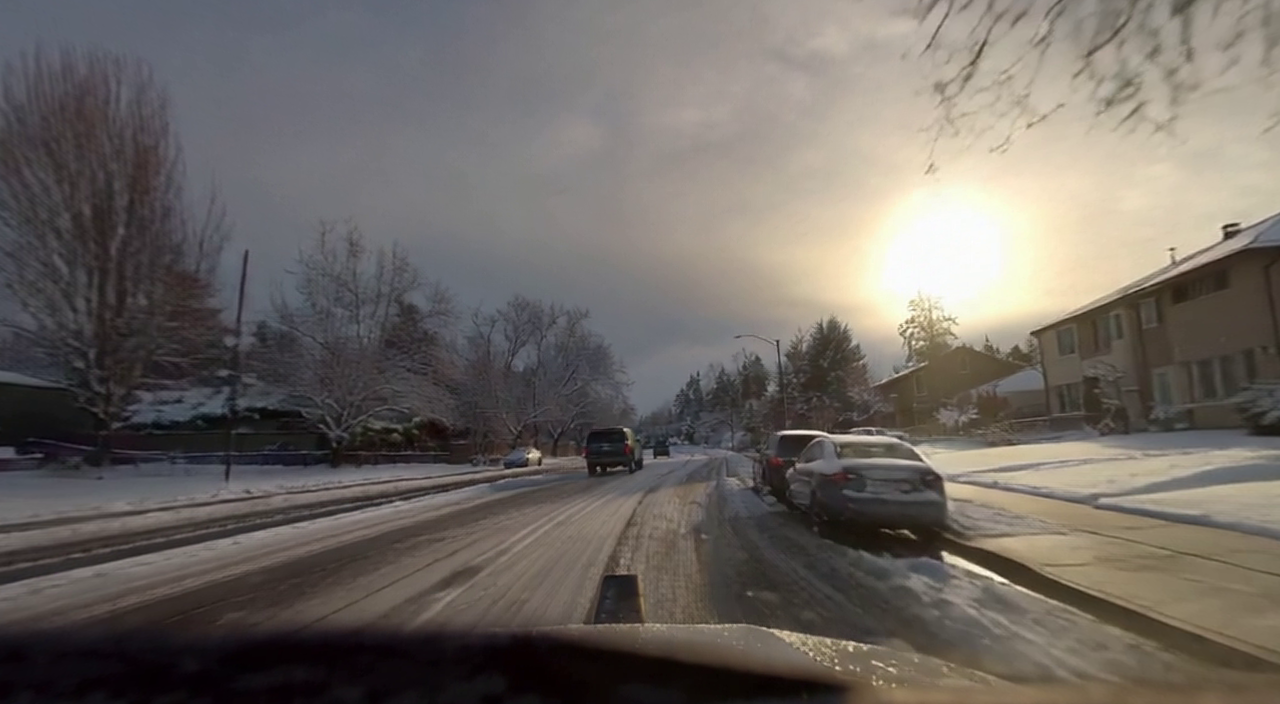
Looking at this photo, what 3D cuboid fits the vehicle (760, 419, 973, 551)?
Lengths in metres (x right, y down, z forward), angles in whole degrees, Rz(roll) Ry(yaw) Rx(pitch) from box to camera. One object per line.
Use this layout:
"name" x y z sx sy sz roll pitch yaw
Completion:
"vehicle" 3.292 2.027 10.300 2.040 1.643 4.446 -1 -9 3

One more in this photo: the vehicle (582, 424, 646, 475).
"vehicle" -1.082 4.463 29.015 2.085 2.084 5.133 -1 -9 7
